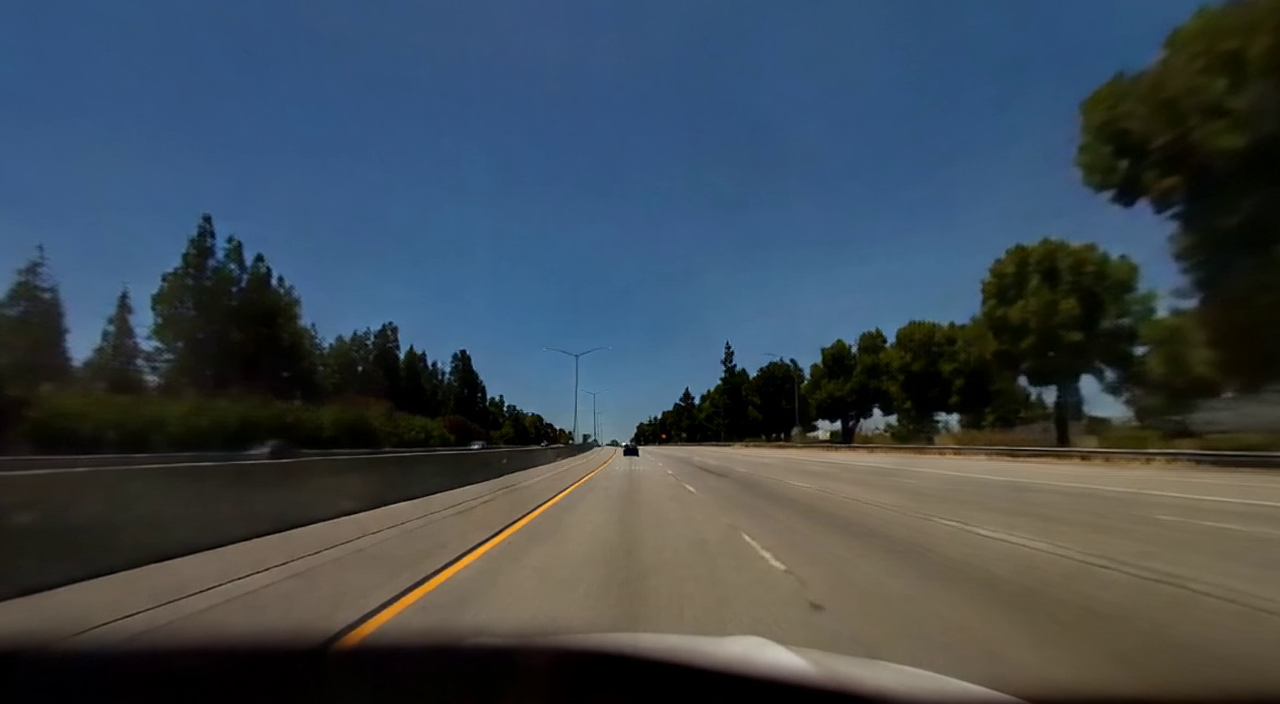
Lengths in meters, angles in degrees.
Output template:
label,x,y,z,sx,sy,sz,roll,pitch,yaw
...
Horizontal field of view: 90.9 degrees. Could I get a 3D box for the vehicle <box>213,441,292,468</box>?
label,x,y,z,sx,sy,sz,roll,pitch,yaw
vehicle,-22.833,6.038,37.343,1.992,1.434,4.171,0,-8,0
